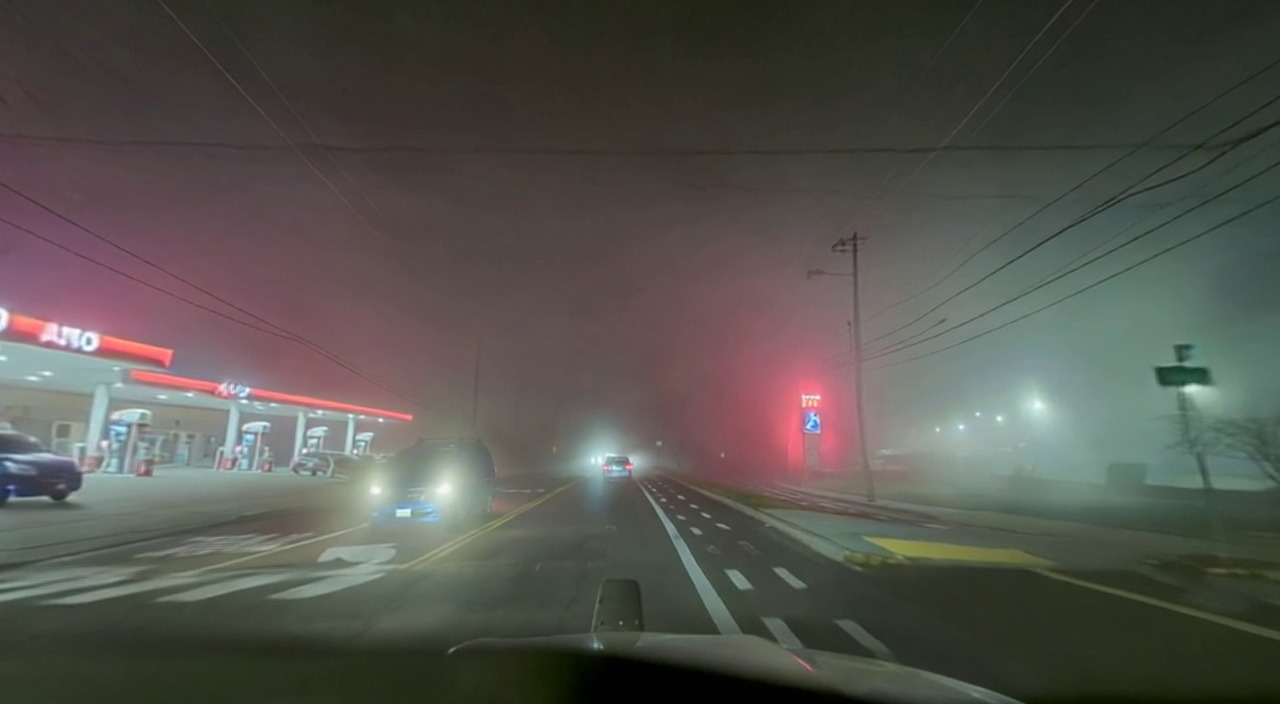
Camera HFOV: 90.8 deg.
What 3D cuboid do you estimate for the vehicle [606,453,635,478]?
[{"bbox_3d":[-1.446,8.287,46.258,2.000,1.663,4.271,0,-9,-3],"label":"vehicle"}]

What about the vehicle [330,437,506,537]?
[{"bbox_3d":[-4.670,2.910,14.314,2.274,1.844,4.843,0,-9,-1],"label":"vehicle"}]

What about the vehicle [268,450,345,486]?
[{"bbox_3d":[-17.992,6.233,34.373,1.890,1.761,4.578,0,-9,-3],"label":"vehicle"}]

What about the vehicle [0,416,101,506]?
[{"bbox_3d":[-18.005,2.967,17.256,2.499,2.309,4.613,0,-9,-3],"label":"vehicle"}]
